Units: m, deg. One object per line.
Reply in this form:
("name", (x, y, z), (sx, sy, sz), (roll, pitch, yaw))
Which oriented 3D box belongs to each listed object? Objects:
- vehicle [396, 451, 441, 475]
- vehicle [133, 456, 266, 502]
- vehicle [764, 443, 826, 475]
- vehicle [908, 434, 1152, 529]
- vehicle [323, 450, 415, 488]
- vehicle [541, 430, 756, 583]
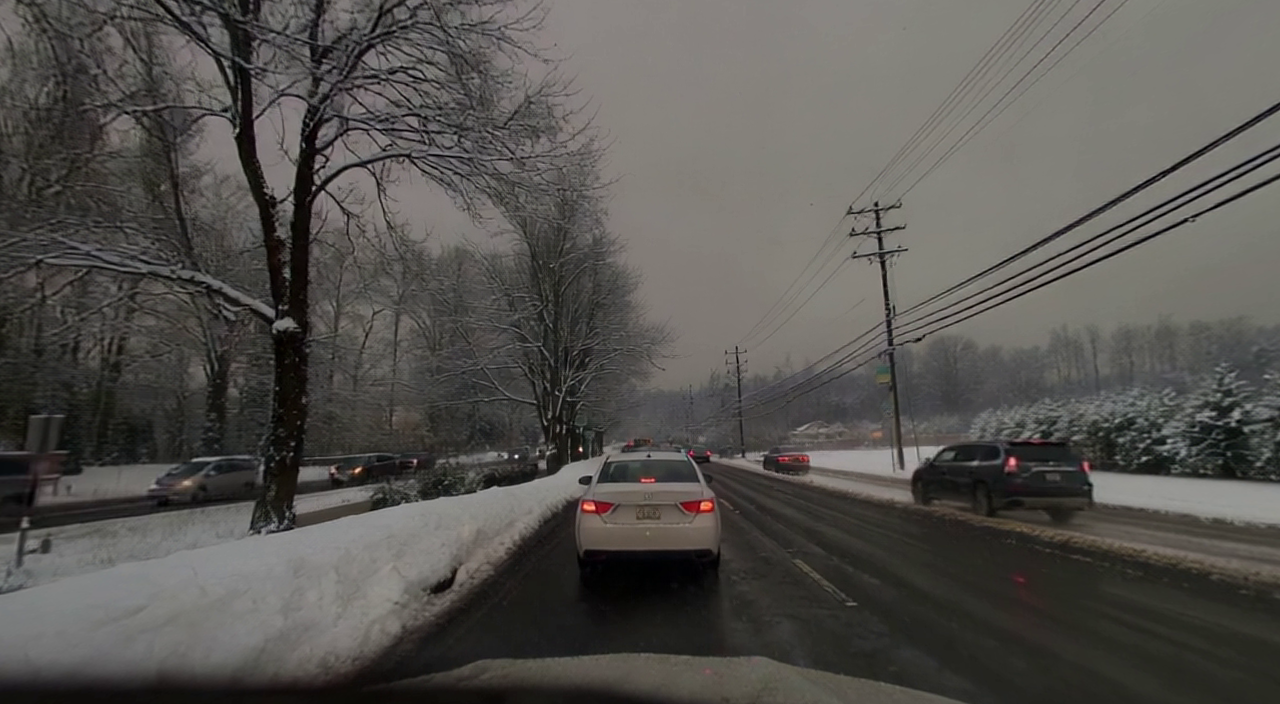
("vehicle", (-15.095, 7.547, 43.172), (1.701, 1.494, 3.791), (0, -8, 0))
("vehicle", (-16.366, 4.693, 23.778), (1.856, 1.452, 4.530), (0, -8, -2))
("vehicle", (7.554, 5.230, 31.163), (1.899, 1.458, 4.499), (0, -8, -1))
("vehicle", (7.081, 2.363, 12.172), (1.850, 1.480, 4.474), (0, -8, 0))
("vehicle", (-11.821, 5.109, 27.891), (1.988, 1.486, 4.586), (0, -8, 1))
("vehicle", (0.076, 1.813, 8.232), (2.108, 1.479, 3.935), (0, -8, 0))
